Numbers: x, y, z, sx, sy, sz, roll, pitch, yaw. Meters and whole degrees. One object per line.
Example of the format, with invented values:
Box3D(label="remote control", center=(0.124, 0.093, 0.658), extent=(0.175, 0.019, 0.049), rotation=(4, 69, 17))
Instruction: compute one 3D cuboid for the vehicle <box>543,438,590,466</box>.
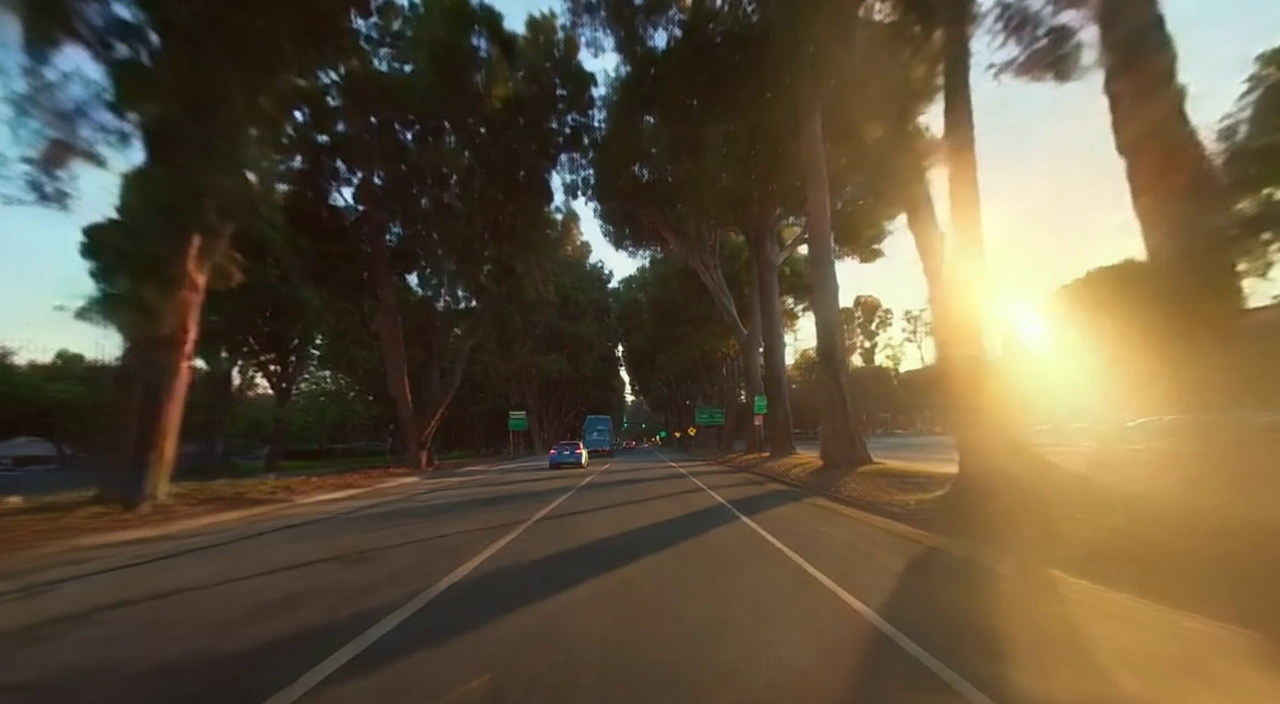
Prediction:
Box3D(label="vehicle", center=(-3.933, 5.425, 34.436), extent=(2.005, 1.462, 4.345), rotation=(0, -8, 1))
